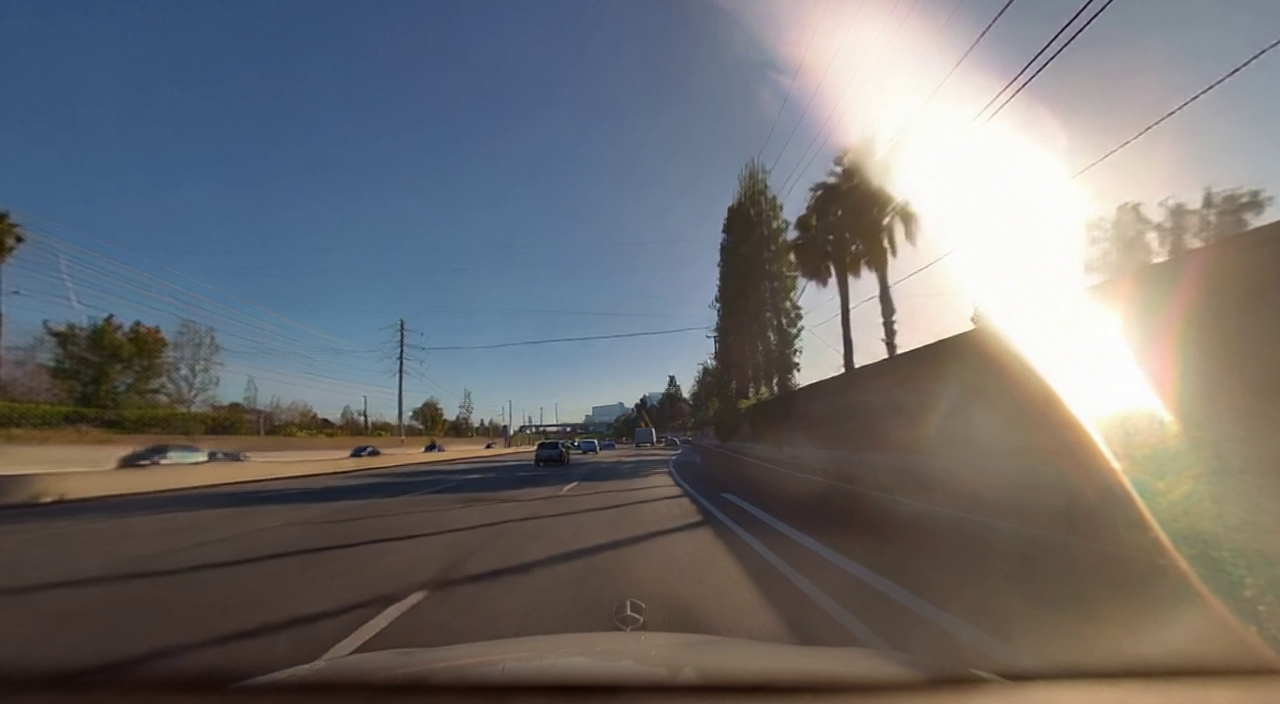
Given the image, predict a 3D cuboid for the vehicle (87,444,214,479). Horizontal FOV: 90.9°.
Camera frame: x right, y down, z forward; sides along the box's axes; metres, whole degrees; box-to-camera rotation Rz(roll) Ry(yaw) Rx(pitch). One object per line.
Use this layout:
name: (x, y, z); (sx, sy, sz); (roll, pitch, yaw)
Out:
vehicle: (-24.972, 5.560, 32.536); (2.088, 1.637, 5.652); (0, -8, -1)

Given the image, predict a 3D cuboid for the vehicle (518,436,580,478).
vehicle: (-3.746, 4.387, 26.655); (2.029, 1.609, 3.935); (0, -8, 0)
